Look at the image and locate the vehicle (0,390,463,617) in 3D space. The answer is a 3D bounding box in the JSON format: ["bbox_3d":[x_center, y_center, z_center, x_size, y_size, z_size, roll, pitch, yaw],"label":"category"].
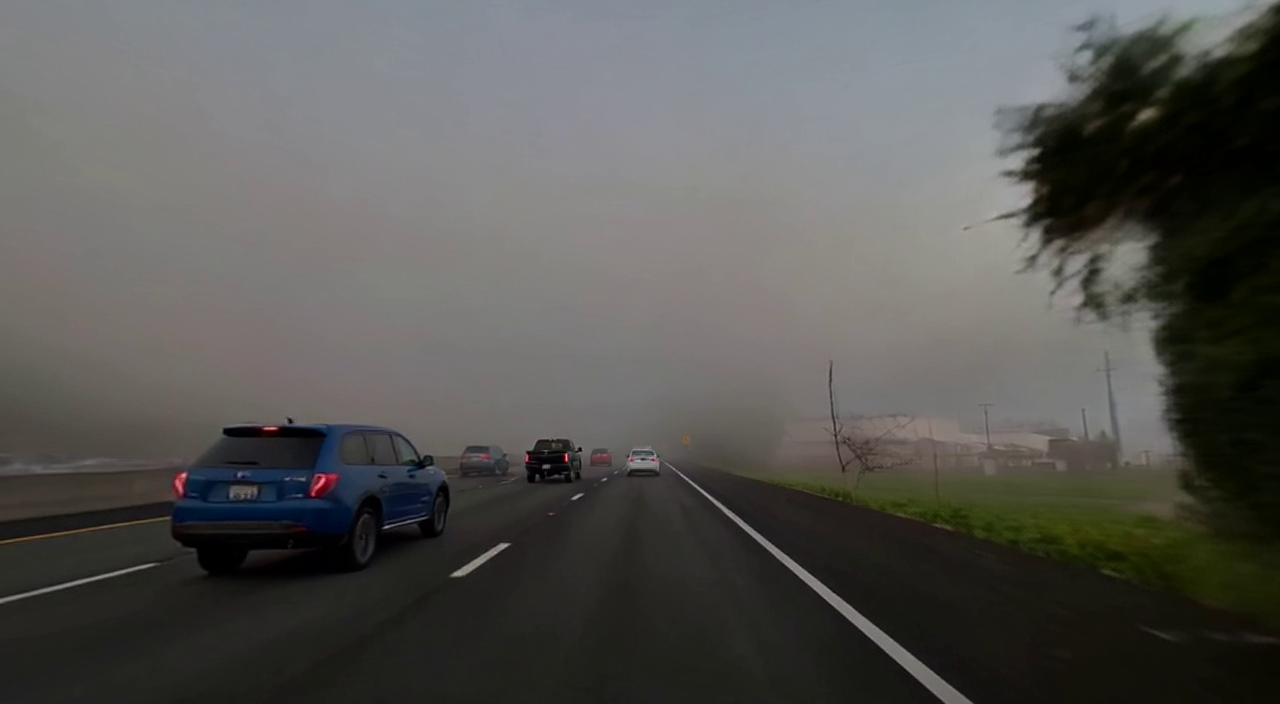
[{"bbox_3d":[-4.130,1.640,7.938,2.198,1.848,5.346,0,-8,0],"label":"vehicle"}]

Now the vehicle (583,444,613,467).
[{"bbox_3d":[-3.252,8.119,49.586,1.993,1.717,4.321,-1,-8,2],"label":"vehicle"}]

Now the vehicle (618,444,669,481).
[{"bbox_3d":[0.130,4.817,27.757,2.047,1.473,3.978,0,-8,0],"label":"vehicle"}]

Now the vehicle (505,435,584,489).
[{"bbox_3d":[-3.435,4.082,23.703,2.133,1.789,4.518,-1,-8,2],"label":"vehicle"}]

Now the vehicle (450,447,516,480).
[{"bbox_3d":[-7.537,5.369,30.700,1.974,1.454,4.478,-1,-8,1],"label":"vehicle"}]
